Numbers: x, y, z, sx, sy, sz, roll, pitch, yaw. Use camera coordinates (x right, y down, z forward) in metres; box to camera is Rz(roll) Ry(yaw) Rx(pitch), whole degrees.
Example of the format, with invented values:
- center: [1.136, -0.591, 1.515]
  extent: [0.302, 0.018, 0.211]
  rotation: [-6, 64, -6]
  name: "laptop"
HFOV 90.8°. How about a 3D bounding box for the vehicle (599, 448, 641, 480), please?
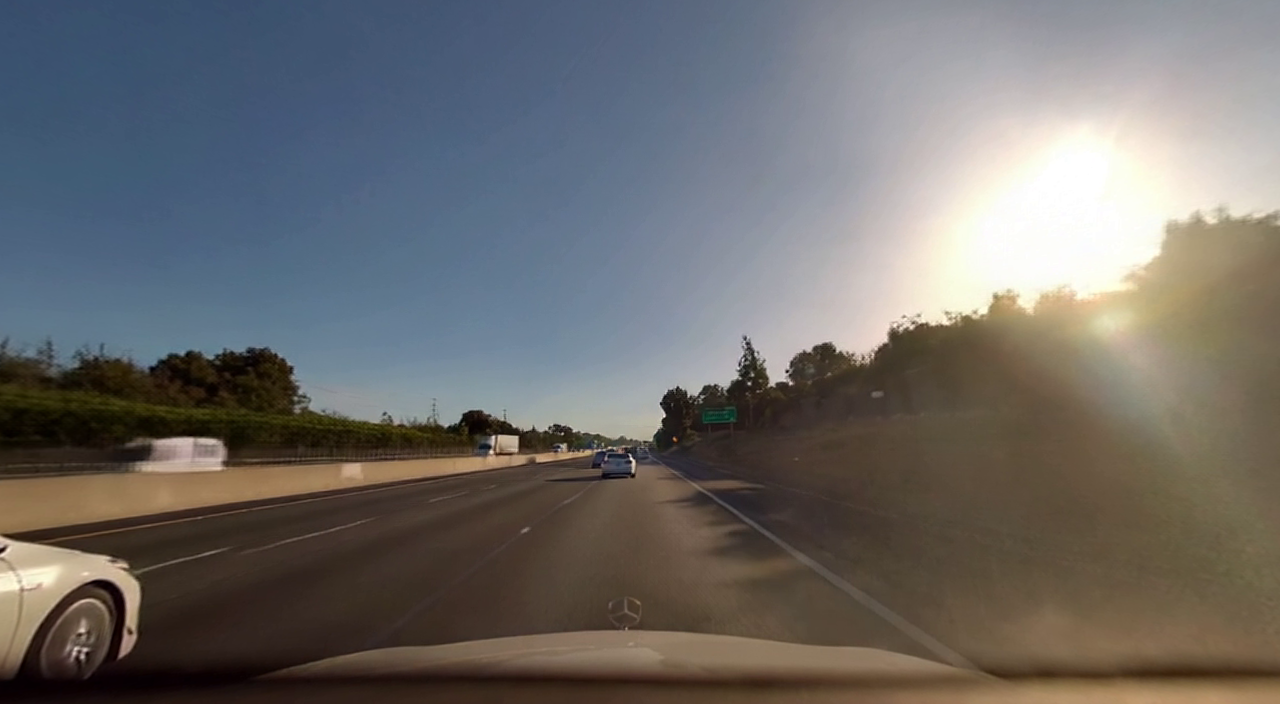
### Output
- center: [-0.946, 5.612, 31.865]
  extent: [1.908, 1.515, 3.871]
  rotation: [0, -9, 1]
  name: "vehicle"
